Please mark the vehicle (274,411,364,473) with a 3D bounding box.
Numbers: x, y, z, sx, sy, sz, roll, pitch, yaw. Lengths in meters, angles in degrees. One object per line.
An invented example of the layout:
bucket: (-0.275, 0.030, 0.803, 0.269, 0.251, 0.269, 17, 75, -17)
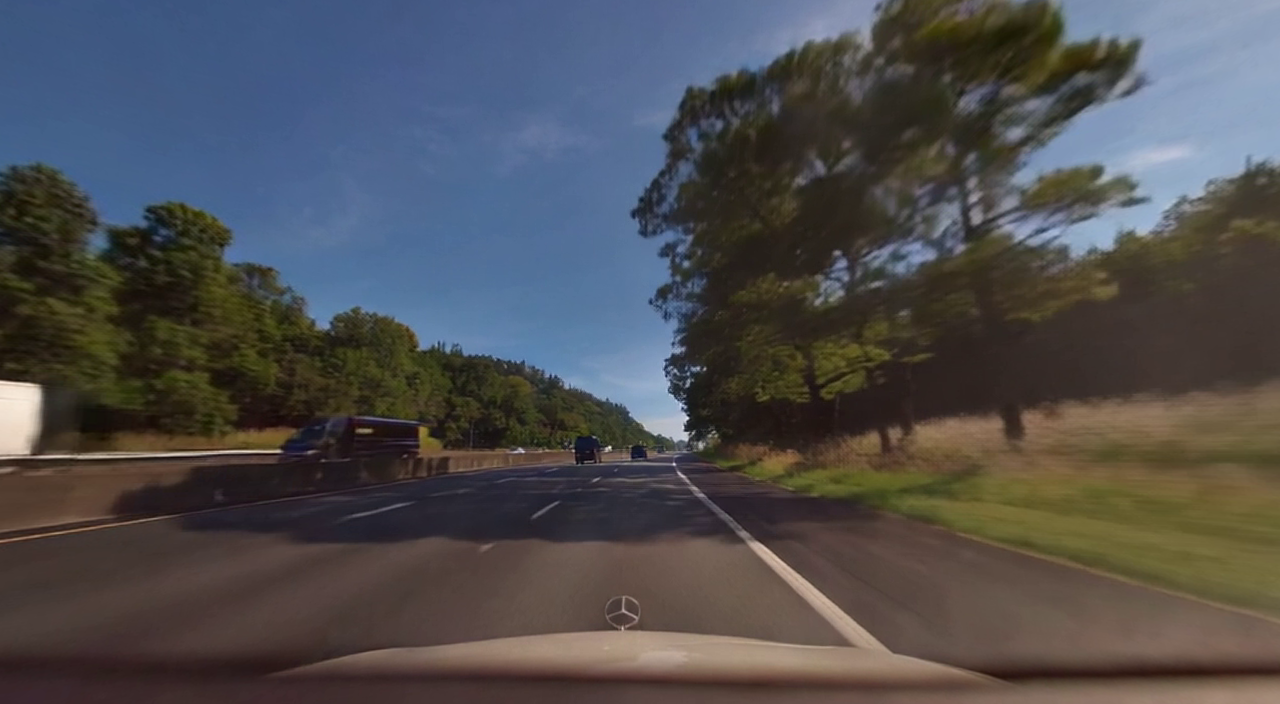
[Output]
vehicle: (-22.505, 6.411, 44.653, 2.999, 4.017, 5.918, -1, -9, 2)
